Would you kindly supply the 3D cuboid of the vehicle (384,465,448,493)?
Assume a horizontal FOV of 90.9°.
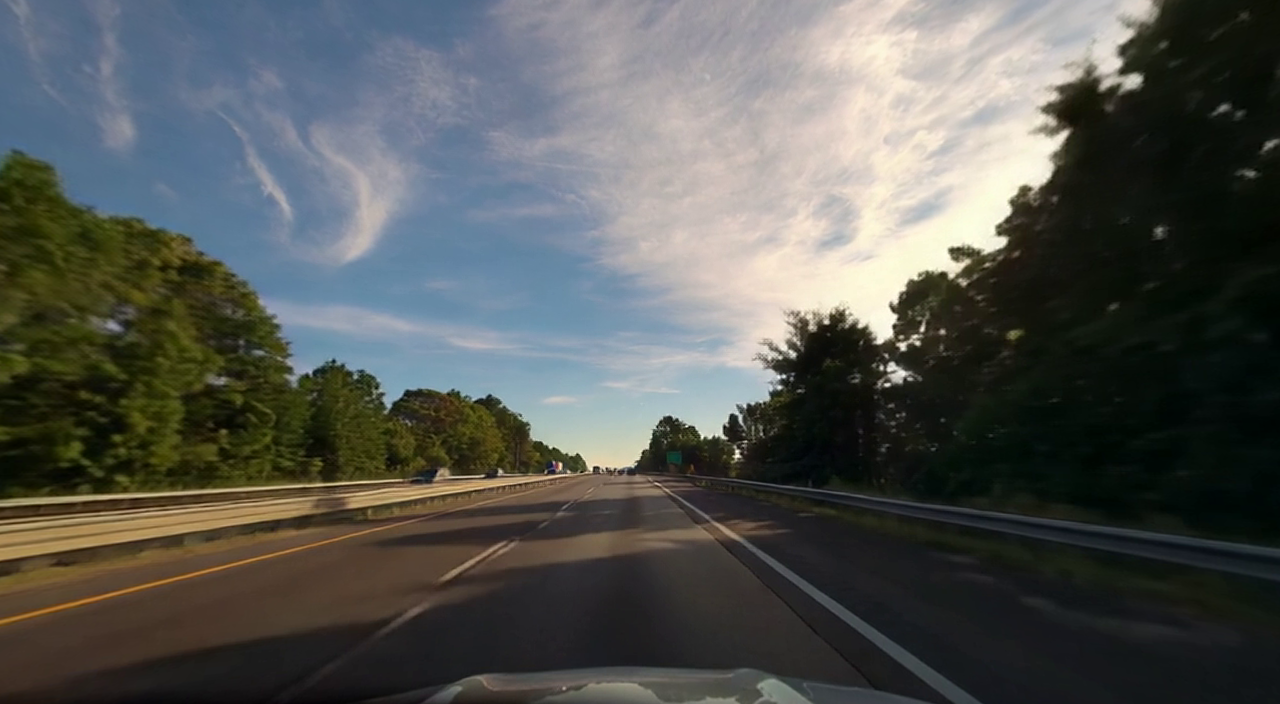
[{"bbox_3d":[-12.372,7.054,35.087,1.930,1.414,4.129,1,-10,1],"label":"vehicle"}]
